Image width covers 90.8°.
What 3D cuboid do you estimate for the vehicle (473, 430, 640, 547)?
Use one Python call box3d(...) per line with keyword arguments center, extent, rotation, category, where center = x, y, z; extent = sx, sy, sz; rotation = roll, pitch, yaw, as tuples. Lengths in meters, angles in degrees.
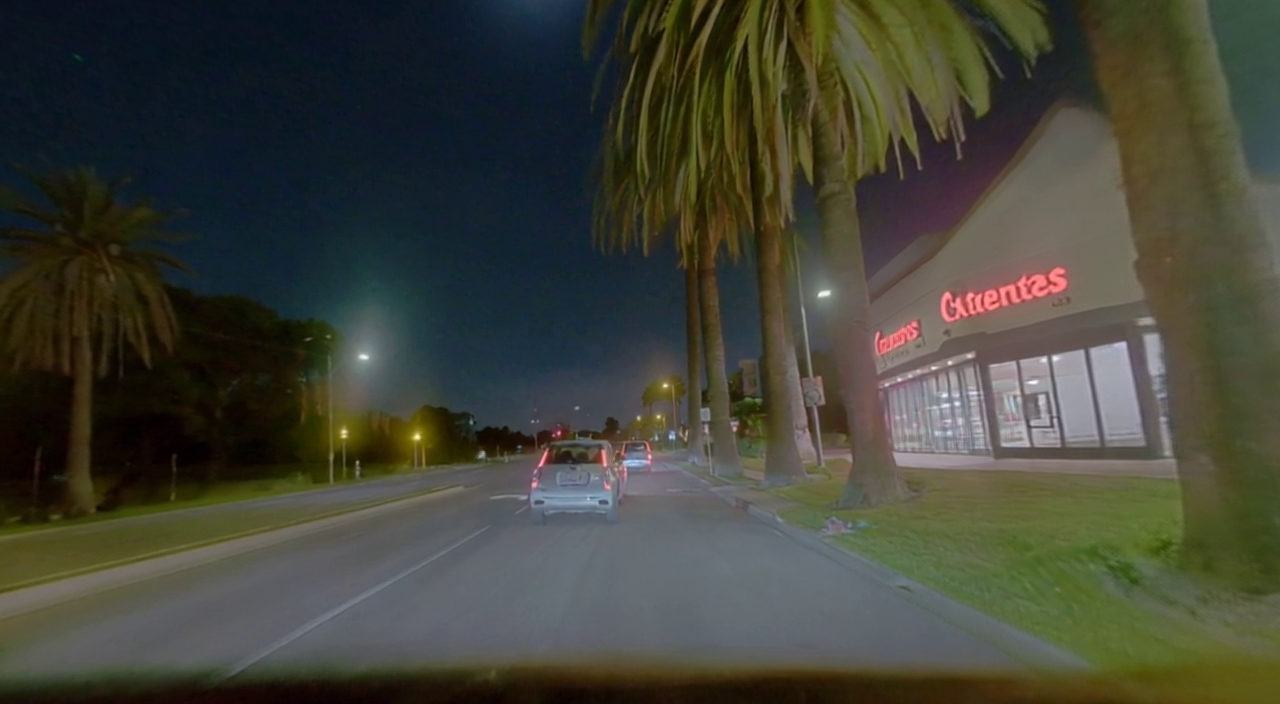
box3d(center=(-1.107, 2.073, 10.290), extent=(2.169, 1.495, 4.048), rotation=(0, -8, -1), category="vehicle")
